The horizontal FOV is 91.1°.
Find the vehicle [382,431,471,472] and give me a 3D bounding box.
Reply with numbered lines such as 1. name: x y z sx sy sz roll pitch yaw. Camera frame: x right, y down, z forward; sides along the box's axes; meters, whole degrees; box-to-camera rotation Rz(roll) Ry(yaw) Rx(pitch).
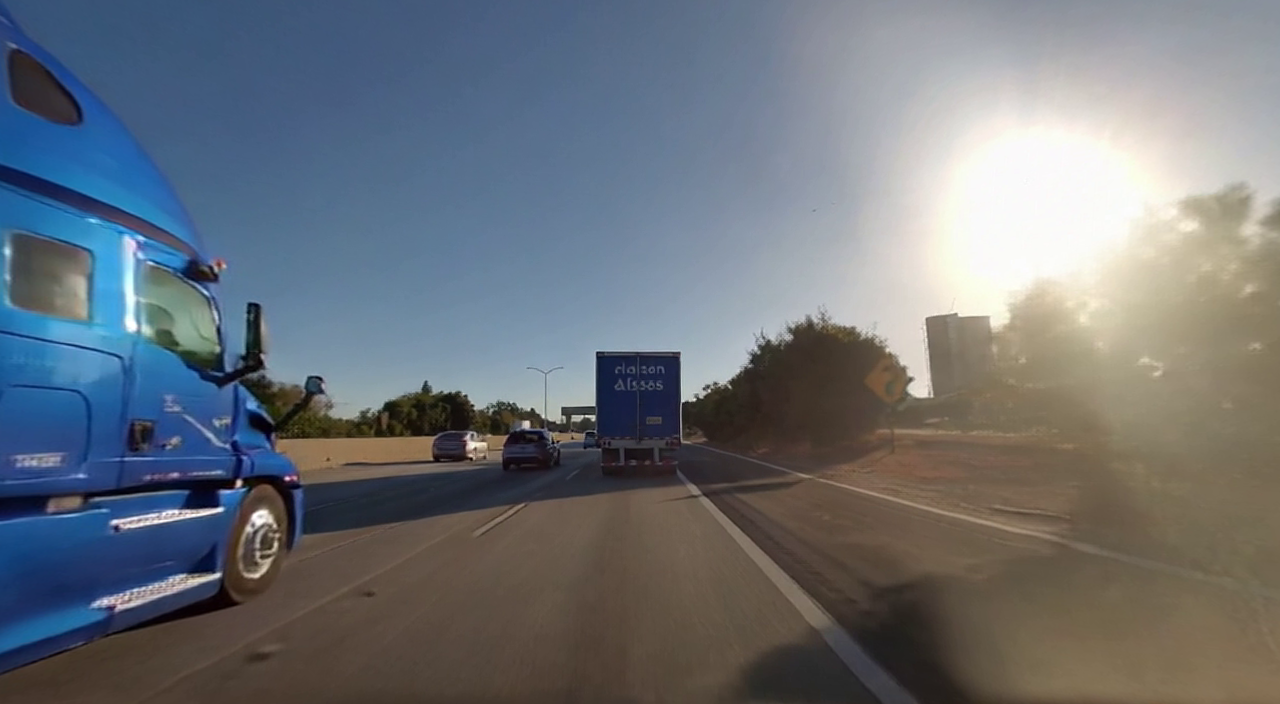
1. vehicle: -8.436 3.953 25.339 1.976 1.510 4.604 0 -8 0

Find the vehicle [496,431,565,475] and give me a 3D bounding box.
1. vehicle: -4.018 3.742 23.653 1.933 1.492 3.838 0 -8 0

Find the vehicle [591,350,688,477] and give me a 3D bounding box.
1. vehicle: -0.222 2.692 25.824 3.118 4.106 10.719 0 -8 -2

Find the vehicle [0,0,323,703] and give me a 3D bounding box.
1. vehicle: -4.303 -0.284 2.581 3.007 4.031 6.044 0 -7 -3
